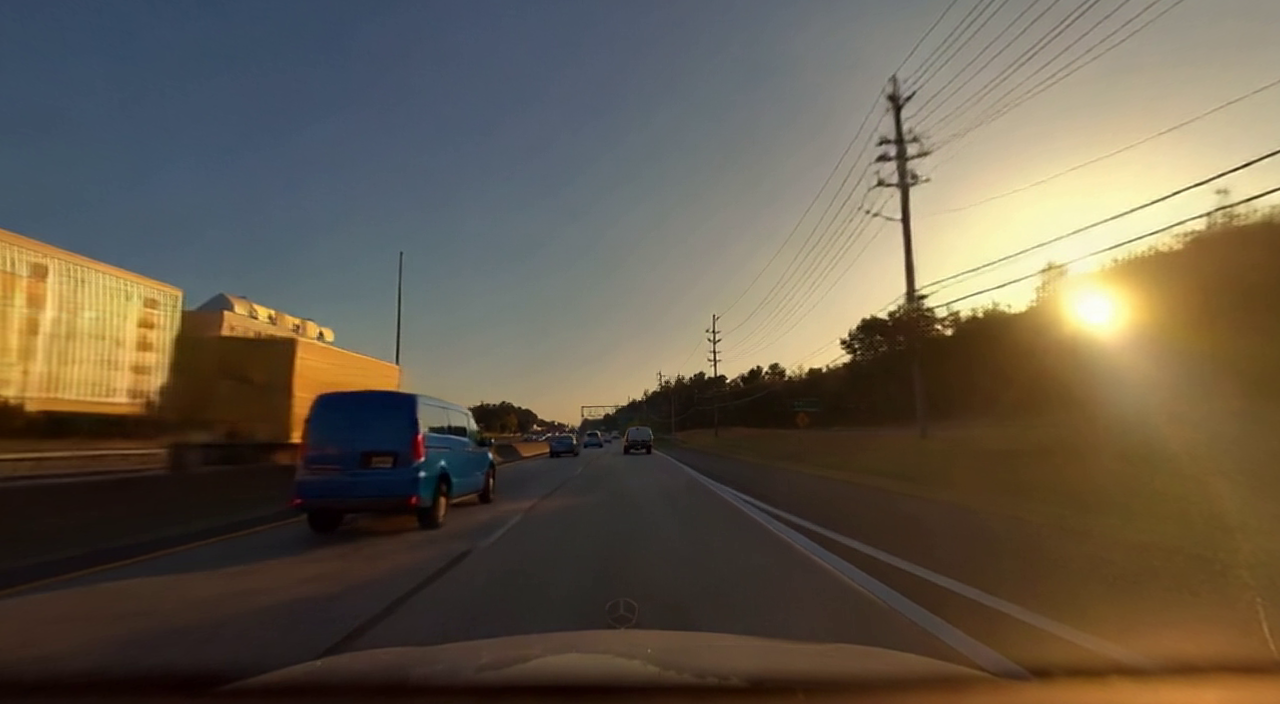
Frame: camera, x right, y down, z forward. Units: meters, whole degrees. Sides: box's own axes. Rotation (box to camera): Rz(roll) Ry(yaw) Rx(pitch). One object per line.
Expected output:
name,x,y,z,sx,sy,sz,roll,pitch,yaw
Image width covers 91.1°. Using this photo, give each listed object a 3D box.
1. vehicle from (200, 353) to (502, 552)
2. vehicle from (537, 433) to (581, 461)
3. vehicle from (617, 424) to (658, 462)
vehicle,-4.152,1.597,10.622,2.388,2.410,5.787,0,-8,-1
vehicle,-4.653,5.544,36.865,2.058,1.557,4.125,0,-8,0
vehicle,-0.170,5.229,36.283,2.213,1.997,4.456,0,-8,-1
